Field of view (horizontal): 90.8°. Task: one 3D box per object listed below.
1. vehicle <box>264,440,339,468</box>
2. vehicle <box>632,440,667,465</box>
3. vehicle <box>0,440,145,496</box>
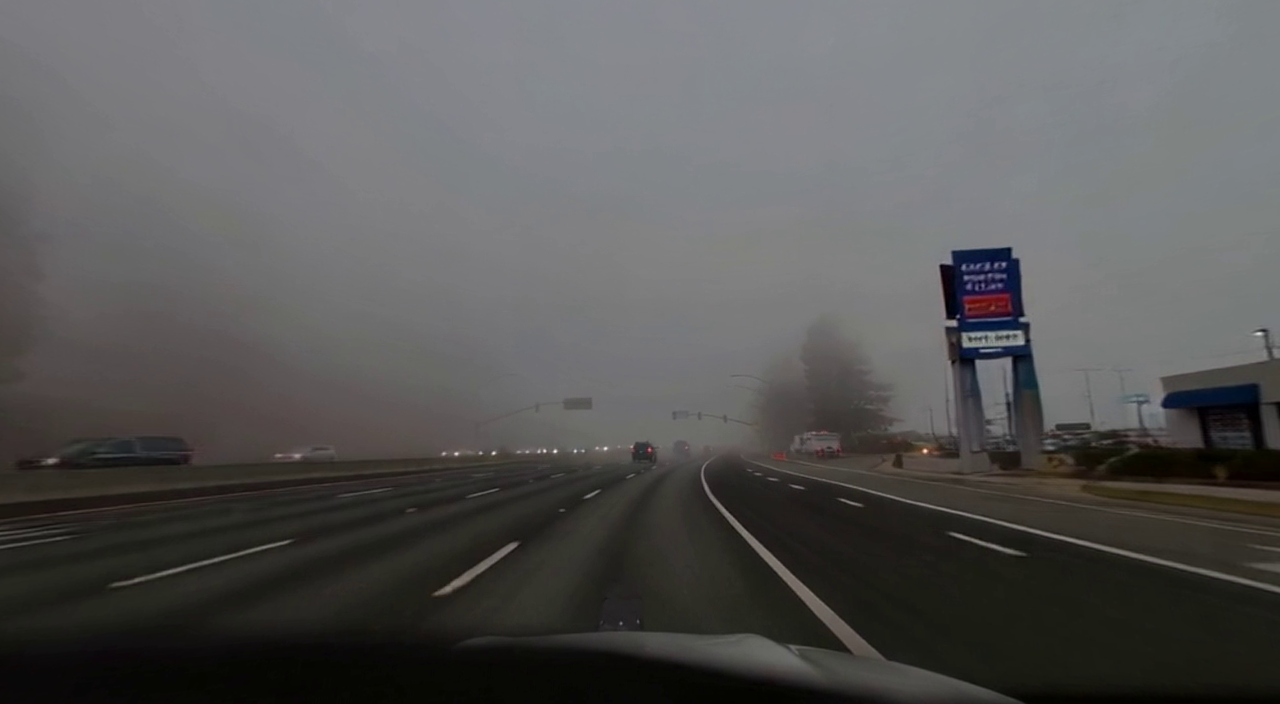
[{"bbox_3d":[-22.086,6.652,41.442,2.090,1.720,4.470,-1,-8,7],"label":"vehicle"},{"bbox_3d":[0.760,7.504,47.326,2.139,1.782,4.079,-1,-8,7],"label":"vehicle"},{"bbox_3d":[-17.966,3.431,19.092,1.941,1.475,4.722,-1,-8,4],"label":"vehicle"}]
